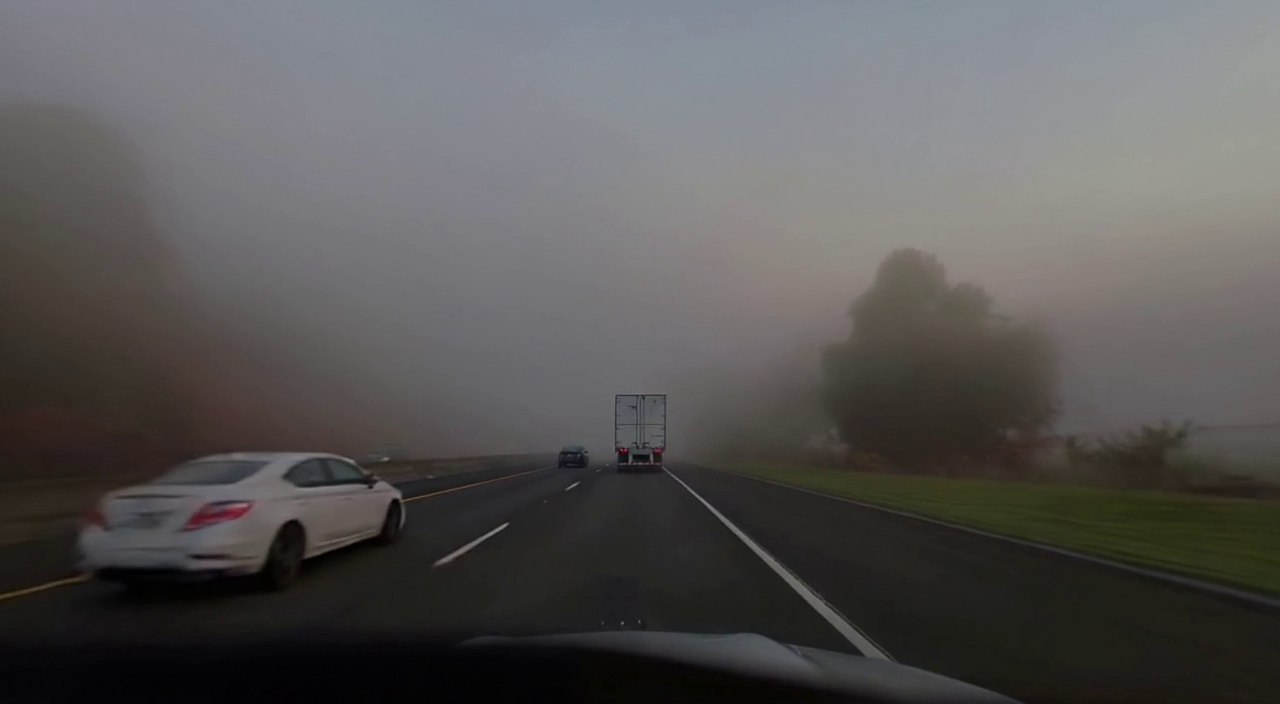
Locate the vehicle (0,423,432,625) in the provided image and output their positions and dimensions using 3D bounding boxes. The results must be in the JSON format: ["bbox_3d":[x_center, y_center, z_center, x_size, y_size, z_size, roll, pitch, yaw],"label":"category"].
[{"bbox_3d":[-4.316,1.666,7.145,2.206,1.478,4.824,0,-9,1],"label":"vehicle"}]

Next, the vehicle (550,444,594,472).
[{"bbox_3d":[-4.063,6.415,38.294,2.074,1.546,4.946,0,-9,0],"label":"vehicle"}]

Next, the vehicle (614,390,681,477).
[{"bbox_3d":[0.252,4.396,33.010,2.959,3.828,9.617,0,-9,-1],"label":"vehicle"}]
